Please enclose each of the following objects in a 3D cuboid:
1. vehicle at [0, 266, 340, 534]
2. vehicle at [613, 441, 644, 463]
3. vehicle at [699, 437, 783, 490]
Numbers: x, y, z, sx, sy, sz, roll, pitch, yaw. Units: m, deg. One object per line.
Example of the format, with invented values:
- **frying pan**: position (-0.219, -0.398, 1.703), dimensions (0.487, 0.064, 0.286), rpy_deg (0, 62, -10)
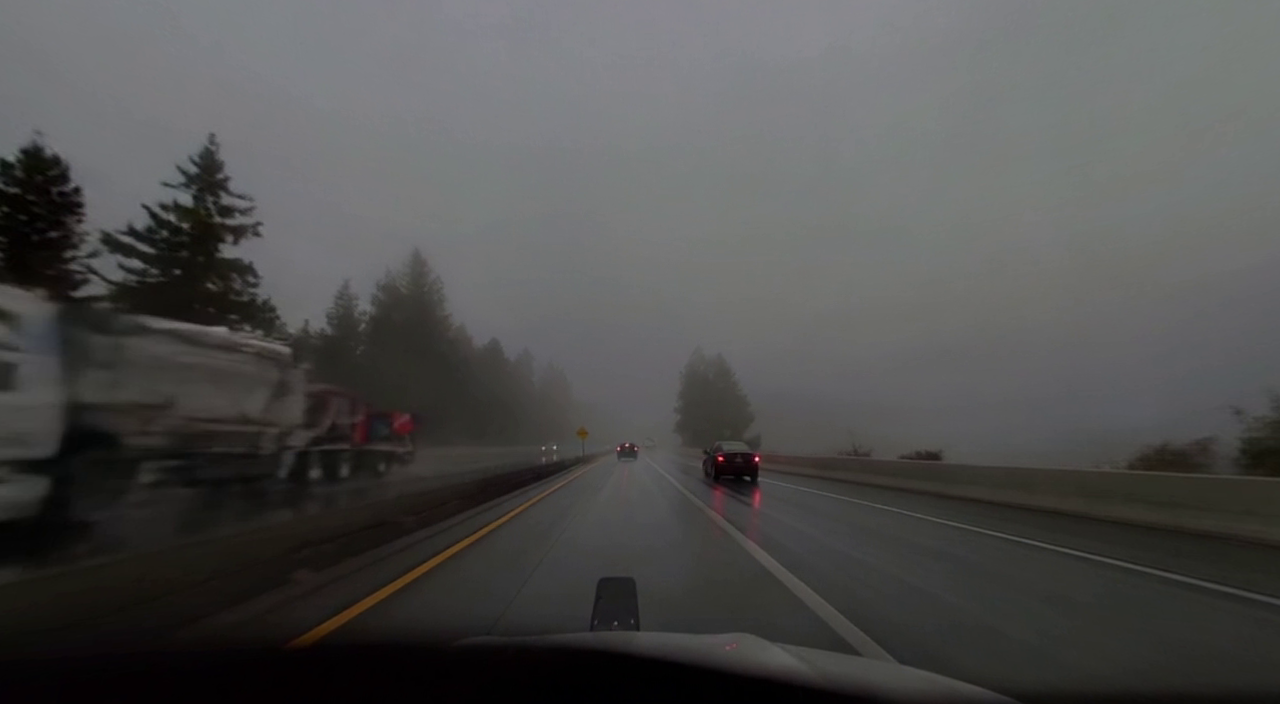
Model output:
- **vehicle**: position (-11.081, 1.389, 13.988), dimensions (2.876, 3.973, 12.525), rpy_deg (0, -8, -1)
- **vehicle**: position (-0.875, 7.393, 46.689), dimensions (2.178, 1.559, 4.254), rpy_deg (0, -8, -1)
- **vehicle**: position (3.171, 3.586, 20.594), dimensions (2.146, 1.546, 3.796), rpy_deg (-1, -8, 1)
